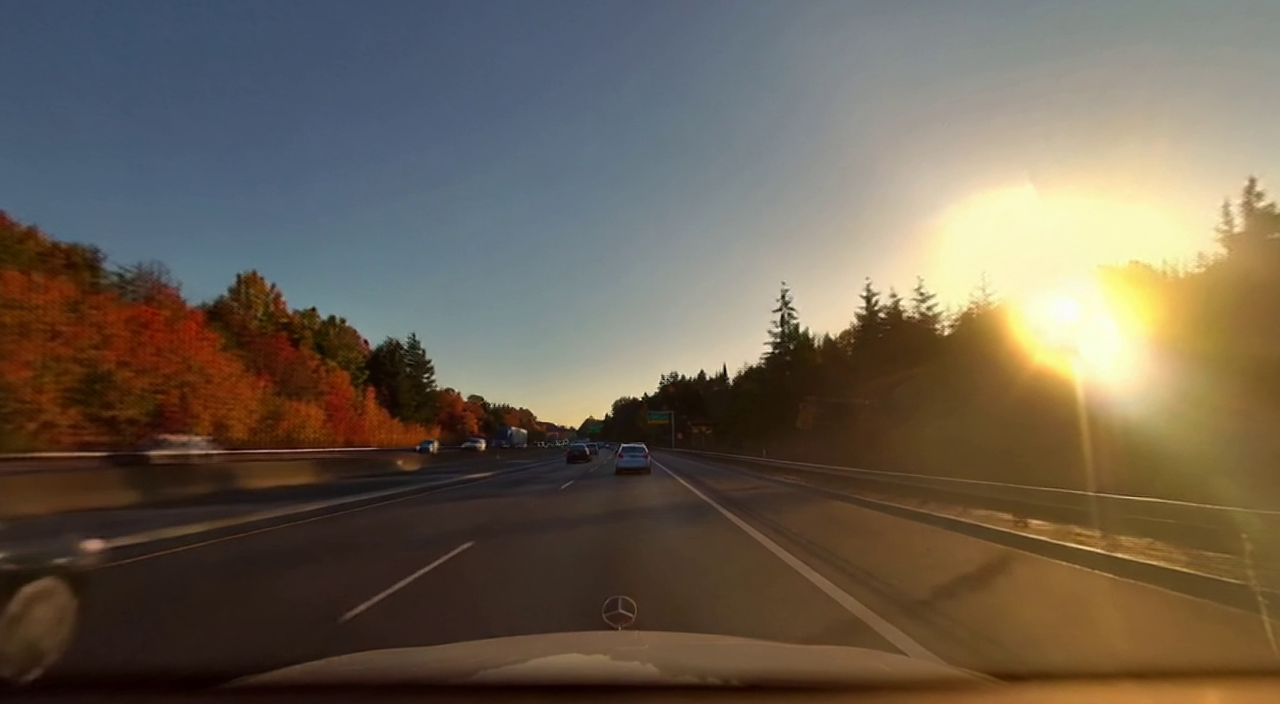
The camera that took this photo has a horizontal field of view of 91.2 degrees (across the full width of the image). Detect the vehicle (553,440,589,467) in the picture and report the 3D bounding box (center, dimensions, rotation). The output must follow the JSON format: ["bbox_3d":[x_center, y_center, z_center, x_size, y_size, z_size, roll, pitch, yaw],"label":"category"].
[{"bbox_3d":[-4.737,7.058,43.639,1.974,1.688,4.727,0,-9,-1],"label":"vehicle"}]

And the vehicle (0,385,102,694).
[{"bbox_3d":[-4.332,0.708,1.459,1.931,1.603,4.739,-1,-9,0],"label":"vehicle"}]

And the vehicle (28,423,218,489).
[{"bbox_3d":[-13.565,2.773,16.846,1.800,1.517,4.110,0,-9,-5],"label":"vehicle"}]

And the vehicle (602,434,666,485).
[{"bbox_3d":[-0.227,3.888,22.845,2.115,1.661,4.049,0,-9,-1],"label":"vehicle"}]
